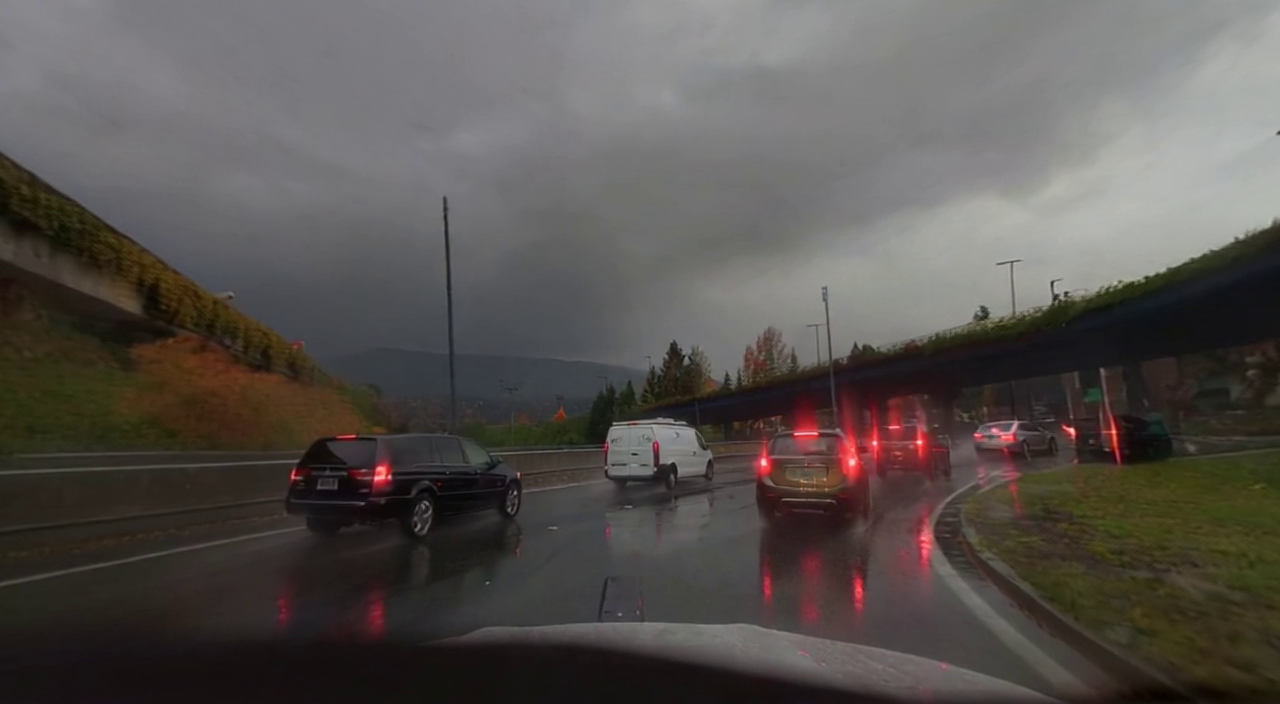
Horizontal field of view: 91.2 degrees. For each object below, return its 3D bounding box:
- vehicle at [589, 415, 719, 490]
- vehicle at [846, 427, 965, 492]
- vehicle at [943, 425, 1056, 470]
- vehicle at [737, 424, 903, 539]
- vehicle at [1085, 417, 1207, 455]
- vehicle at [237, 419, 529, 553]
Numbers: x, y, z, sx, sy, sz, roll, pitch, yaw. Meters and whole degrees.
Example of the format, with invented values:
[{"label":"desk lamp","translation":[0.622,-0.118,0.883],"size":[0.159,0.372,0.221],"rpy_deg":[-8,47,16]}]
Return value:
[{"label":"vehicle","translation":[0.510,2.830,17.733],"size":[1.835,1.825,4.005],"rpy_deg":[-6,-11,32]},{"label":"vehicle","translation":[7.366,2.908,17.166],"size":[1.830,1.519,4.253],"rpy_deg":[-7,-11,38]},{"label":"vehicle","translation":[12.809,3.393,22.296],"size":[3.902,1.446,1.780],"rpy_deg":[5,-11,-33]},{"label":"vehicle","translation":[3.153,2.048,10.457],"size":[2.064,1.515,3.722],"rpy_deg":[-4,-10,24]},{"label":"vehicle","translation":[20.752,3.459,25.738],"size":[3.934,1.485,1.763],"rpy_deg":[2,-9,-14]},{"label":"vehicle","translation":[-3.544,1.923,9.638],"size":[1.921,1.554,4.081],"rpy_deg":[-3,-9,17]}]
